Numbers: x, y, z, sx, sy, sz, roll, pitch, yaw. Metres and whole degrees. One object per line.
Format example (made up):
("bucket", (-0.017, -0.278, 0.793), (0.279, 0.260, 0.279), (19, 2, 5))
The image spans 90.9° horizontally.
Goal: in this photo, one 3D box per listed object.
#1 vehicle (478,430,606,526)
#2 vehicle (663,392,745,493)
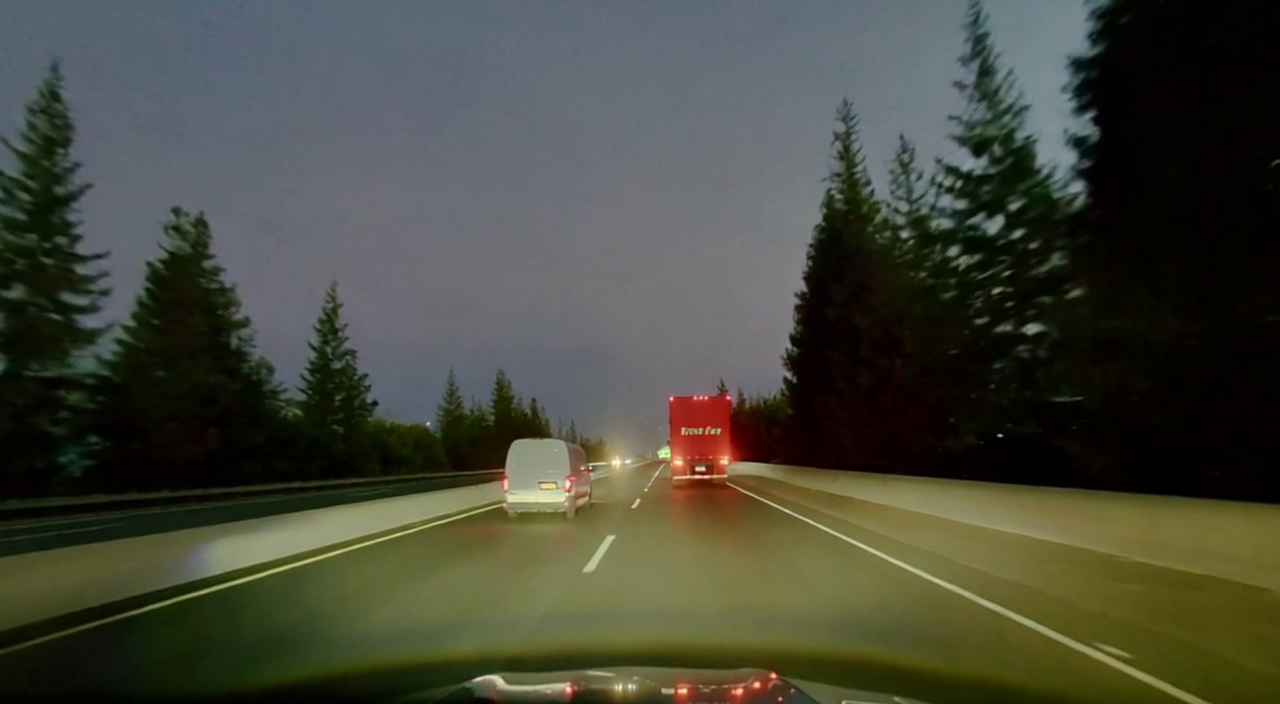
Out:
("vehicle", (-2.041, 2.800, 14.528), (2.105, 1.865, 4.102), (-1, -9, 3))
("vehicle", (2.775, 4.562, 31.354), (3.030, 3.985, 12.707), (0, -9, 1))
